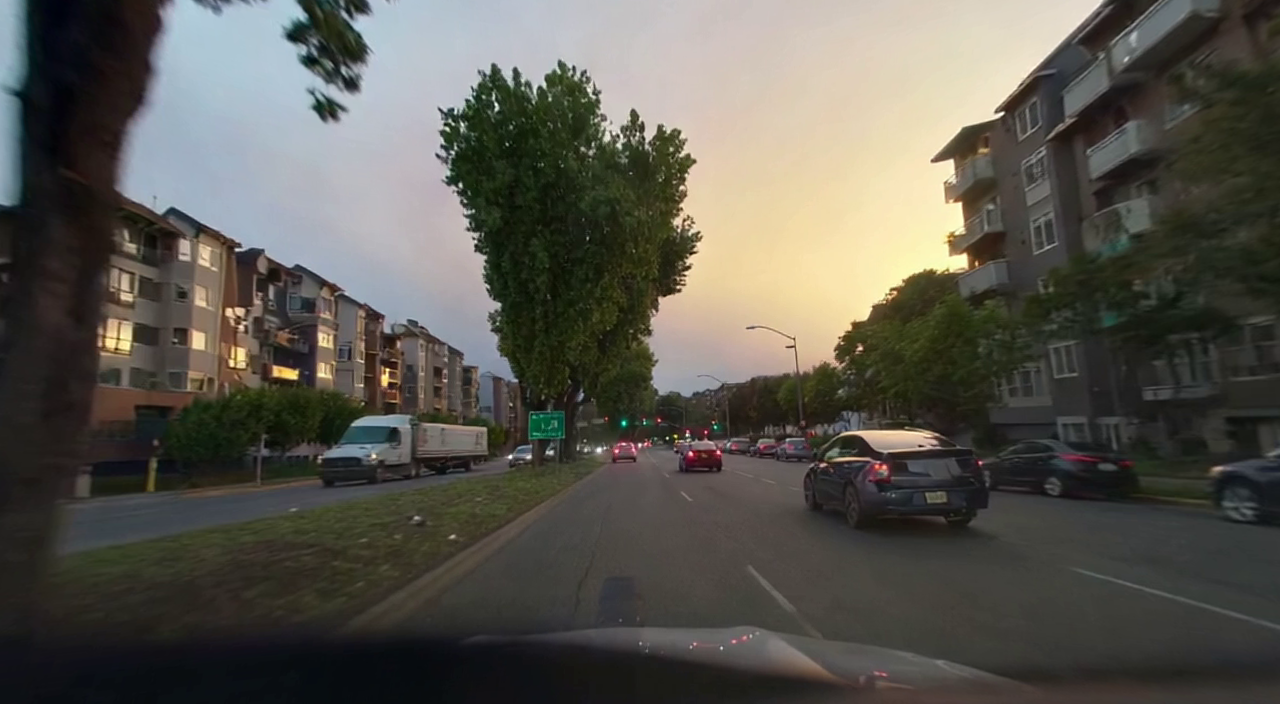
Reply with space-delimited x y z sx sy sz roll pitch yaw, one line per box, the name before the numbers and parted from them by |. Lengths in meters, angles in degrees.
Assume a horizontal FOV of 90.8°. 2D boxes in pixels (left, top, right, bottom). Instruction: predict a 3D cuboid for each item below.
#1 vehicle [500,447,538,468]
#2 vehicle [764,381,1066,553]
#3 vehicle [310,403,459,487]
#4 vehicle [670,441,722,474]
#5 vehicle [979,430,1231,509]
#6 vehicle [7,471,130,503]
vehicle | -8.875 7.776 46.698 1.949 1.503 4.388 0 -9 -1
vehicle | 3.801 1.782 10.387 2.427 2.017 5.763 0 -9 1
vehicle | -12.224 4.695 31.874 3.059 3.478 10.986 0 -9 -1
vehicle | 2.625 5.090 30.747 2.003 1.480 4.494 0 -9 -1
vehicle | 10.072 2.578 14.360 2.007 1.464 4.917 0 -9 0
vehicle | -32.653 7.688 36.332 1.747 1.503 5.018 -2 -9 13
